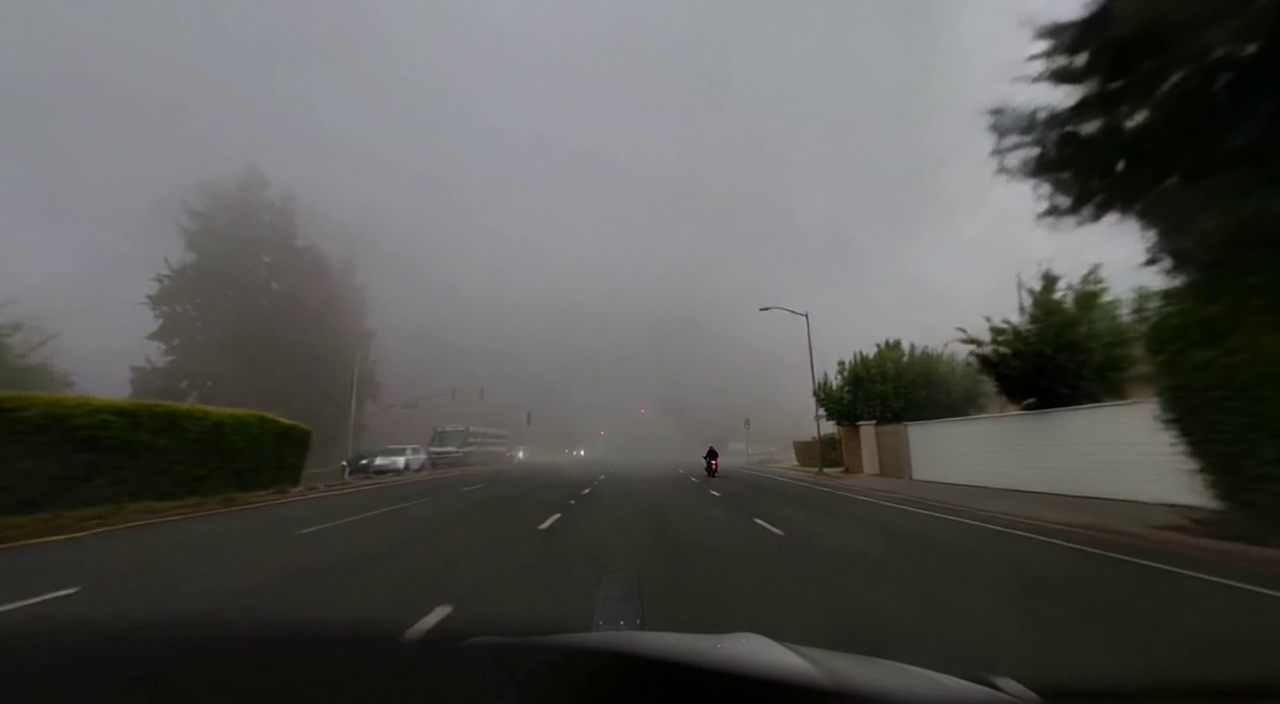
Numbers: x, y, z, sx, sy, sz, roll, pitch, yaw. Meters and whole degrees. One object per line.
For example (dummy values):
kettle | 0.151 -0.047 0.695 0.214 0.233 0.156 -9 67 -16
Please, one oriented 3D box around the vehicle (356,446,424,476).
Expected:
vehicle | -13.814 6.029 35.114 1.888 1.456 4.406 -1 -8 1
